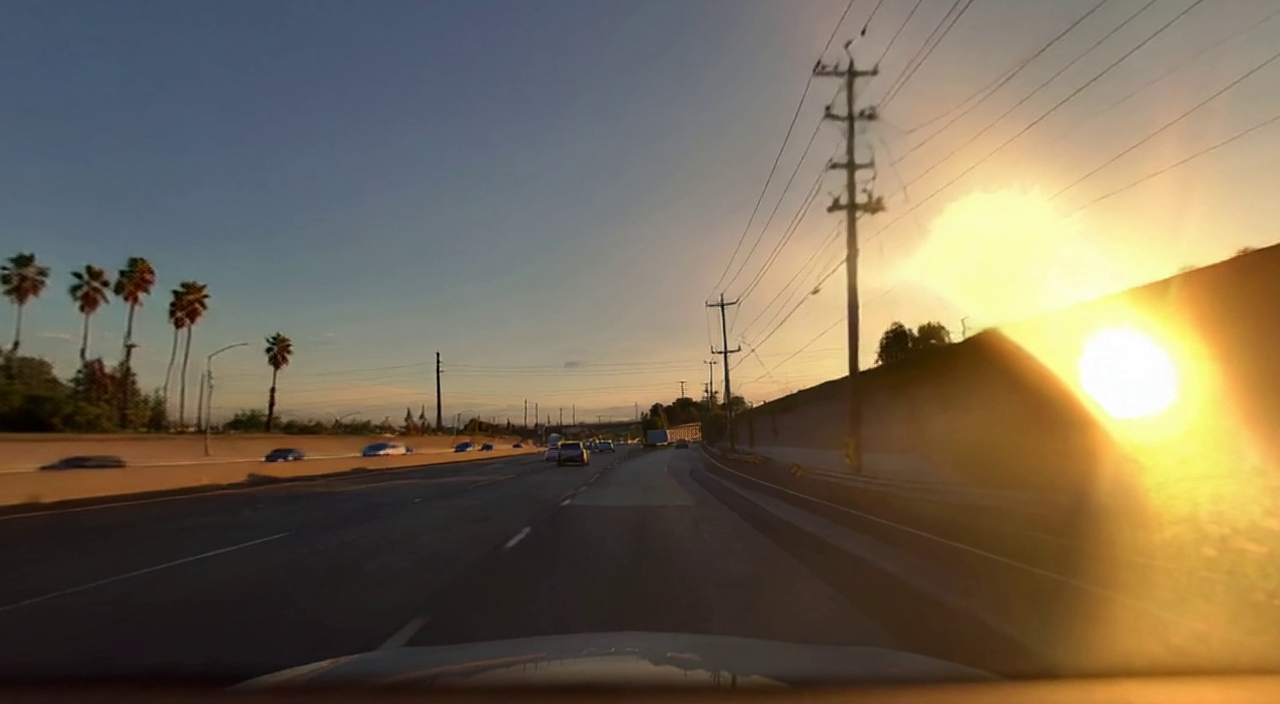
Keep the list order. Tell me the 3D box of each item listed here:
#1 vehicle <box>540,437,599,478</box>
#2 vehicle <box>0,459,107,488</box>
[{"bbox_3d":[-2.958,4.530,27.282,2.029,1.609,3.935,0,-8,1],"label":"vehicle"},{"bbox_3d":[-31.522,6.484,33.807,1.866,1.322,4.650,0,-8,0],"label":"vehicle"}]
